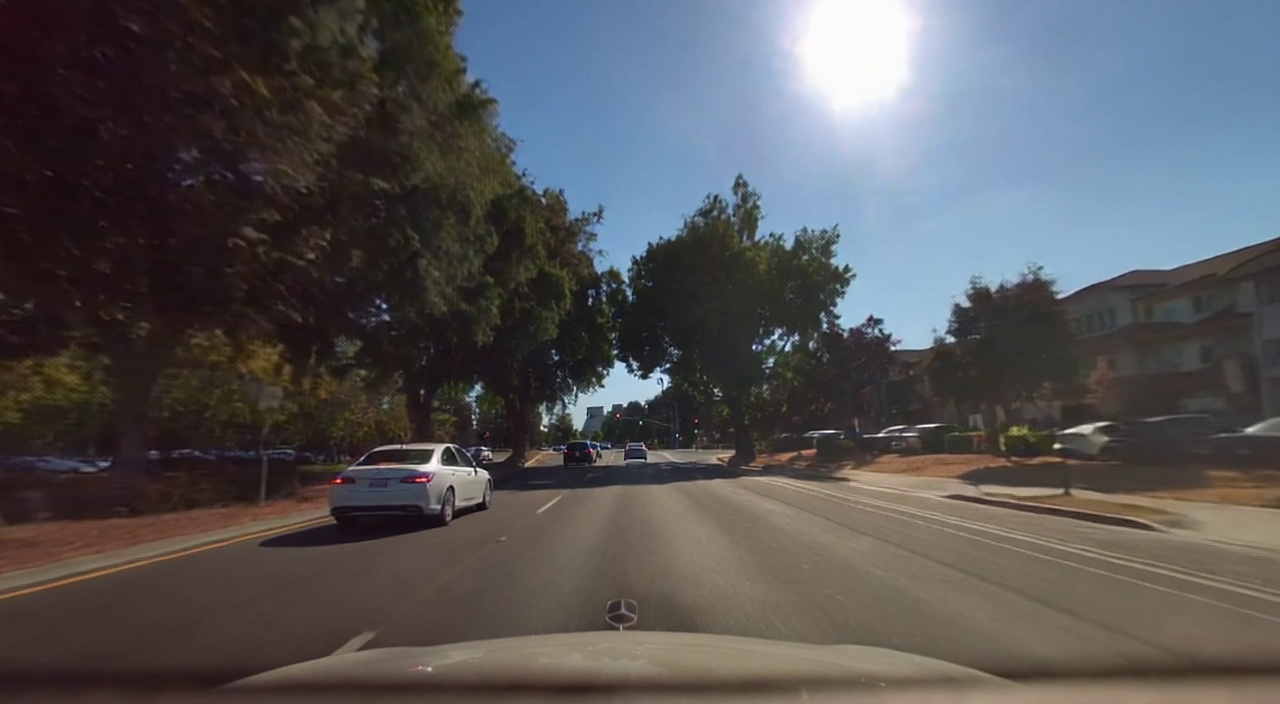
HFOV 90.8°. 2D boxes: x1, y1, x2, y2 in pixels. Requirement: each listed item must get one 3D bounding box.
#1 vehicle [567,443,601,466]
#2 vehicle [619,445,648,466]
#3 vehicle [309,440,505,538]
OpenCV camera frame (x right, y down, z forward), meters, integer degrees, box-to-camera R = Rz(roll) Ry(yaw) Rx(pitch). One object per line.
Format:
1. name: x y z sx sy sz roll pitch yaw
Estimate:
1. vehicle: -4.060 7.501 46.359 2.103 1.592 4.160 0 -9 0
2. vehicle: -0.476 7.535 46.016 1.991 1.431 4.199 0 -9 -1
3. vehicle: -3.893 2.345 11.523 1.905 1.418 4.396 0 -9 0
